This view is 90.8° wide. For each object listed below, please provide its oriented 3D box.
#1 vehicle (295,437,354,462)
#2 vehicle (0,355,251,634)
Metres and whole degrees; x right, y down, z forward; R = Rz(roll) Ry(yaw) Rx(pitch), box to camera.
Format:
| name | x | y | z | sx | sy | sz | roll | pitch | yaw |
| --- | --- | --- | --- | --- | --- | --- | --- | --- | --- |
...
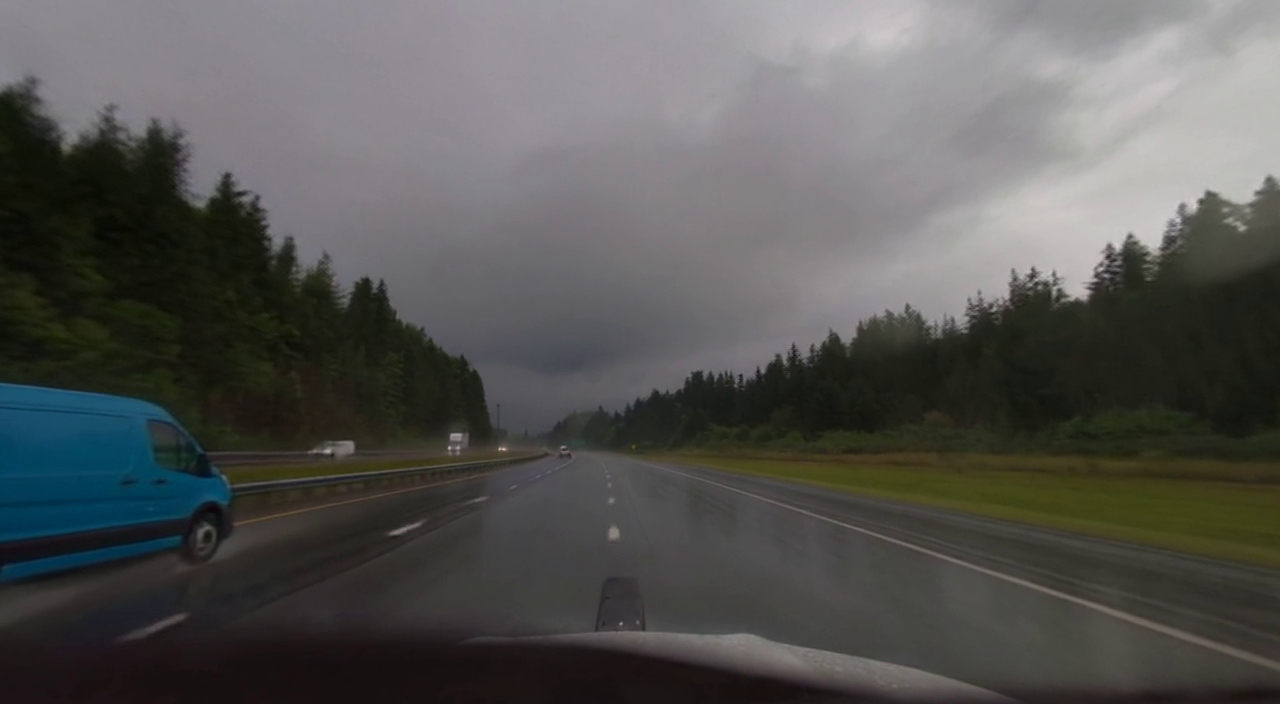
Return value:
| name | x | y | z | sx | sy | sz | roll | pitch | yaw |
| --- | --- | --- | --- | --- | --- | --- | --- | --- | --- |
| vehicle | -24.031 | 7.445 | 48.237 | 2.137 | 1.785 | 5.001 | 0 | -9 | -4 |
| vehicle | -5.837 | 1.142 | 5.191 | 2.197 | 2.038 | 4.919 | 0 | -9 | -2 |
